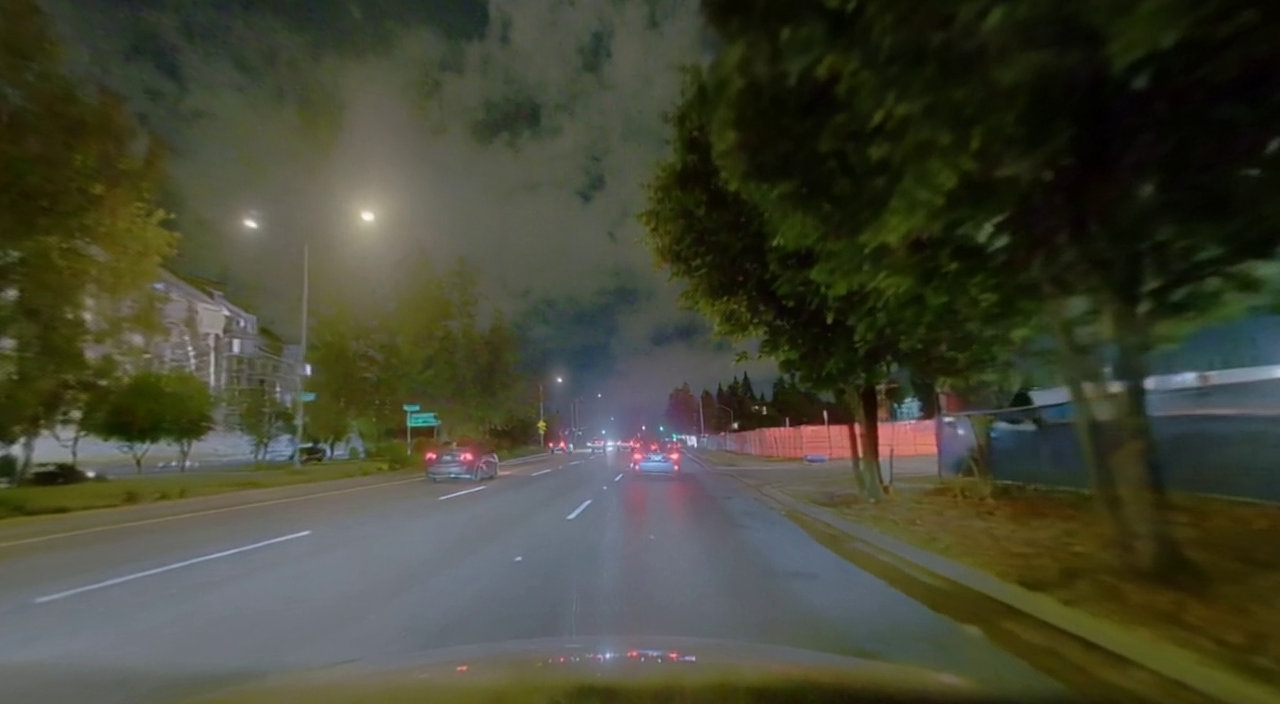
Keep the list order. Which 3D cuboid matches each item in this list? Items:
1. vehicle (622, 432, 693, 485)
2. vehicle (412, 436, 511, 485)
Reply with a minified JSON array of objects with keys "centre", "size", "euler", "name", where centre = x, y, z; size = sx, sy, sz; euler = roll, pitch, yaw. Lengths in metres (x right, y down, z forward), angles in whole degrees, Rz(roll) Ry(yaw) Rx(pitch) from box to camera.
[{"centre":[0.605,3.678,21.969],"size":[2.227,1.654,4.091],"euler":[0,-9,1],"name":"vehicle"},{"centre":[-5.914,3.659,21.508],"size":[1.877,1.479,4.430],"euler":[-1,-9,3],"name":"vehicle"}]
